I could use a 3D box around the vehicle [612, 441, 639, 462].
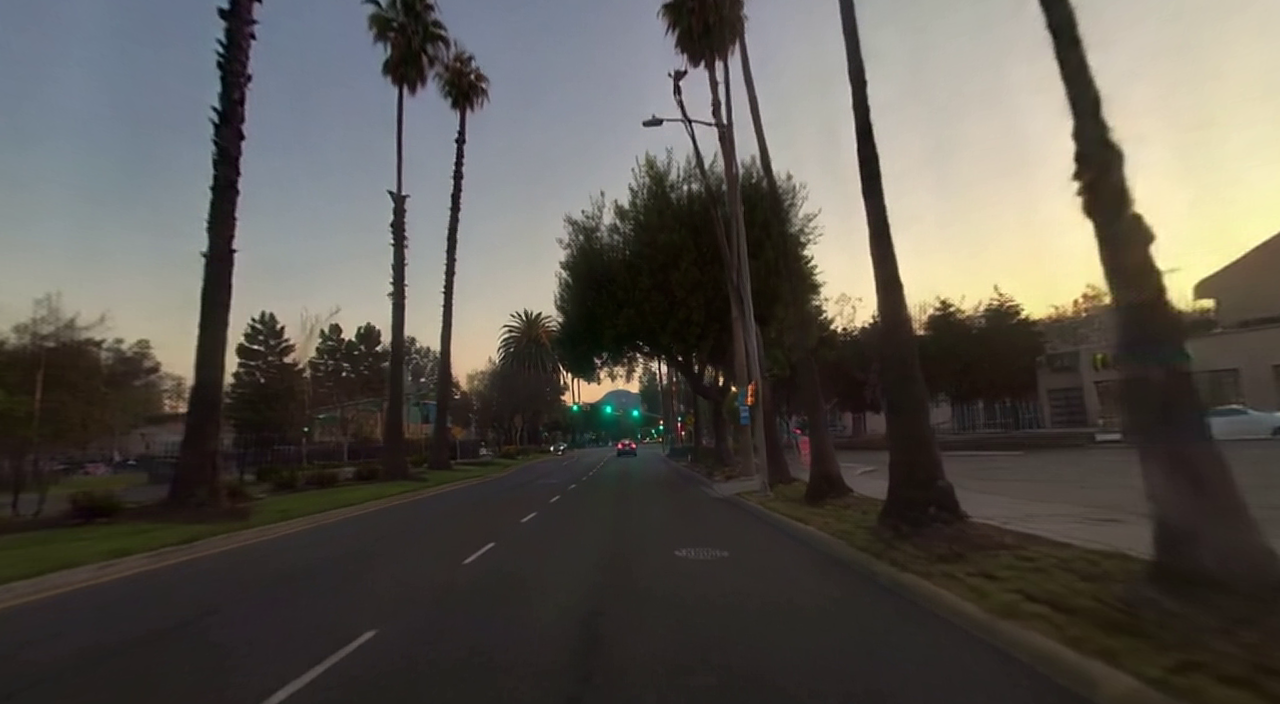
[{"bbox_3d":[-1.121,7.818,49.625,2.050,1.509,4.148,0,-8,-1],"label":"vehicle"}]
